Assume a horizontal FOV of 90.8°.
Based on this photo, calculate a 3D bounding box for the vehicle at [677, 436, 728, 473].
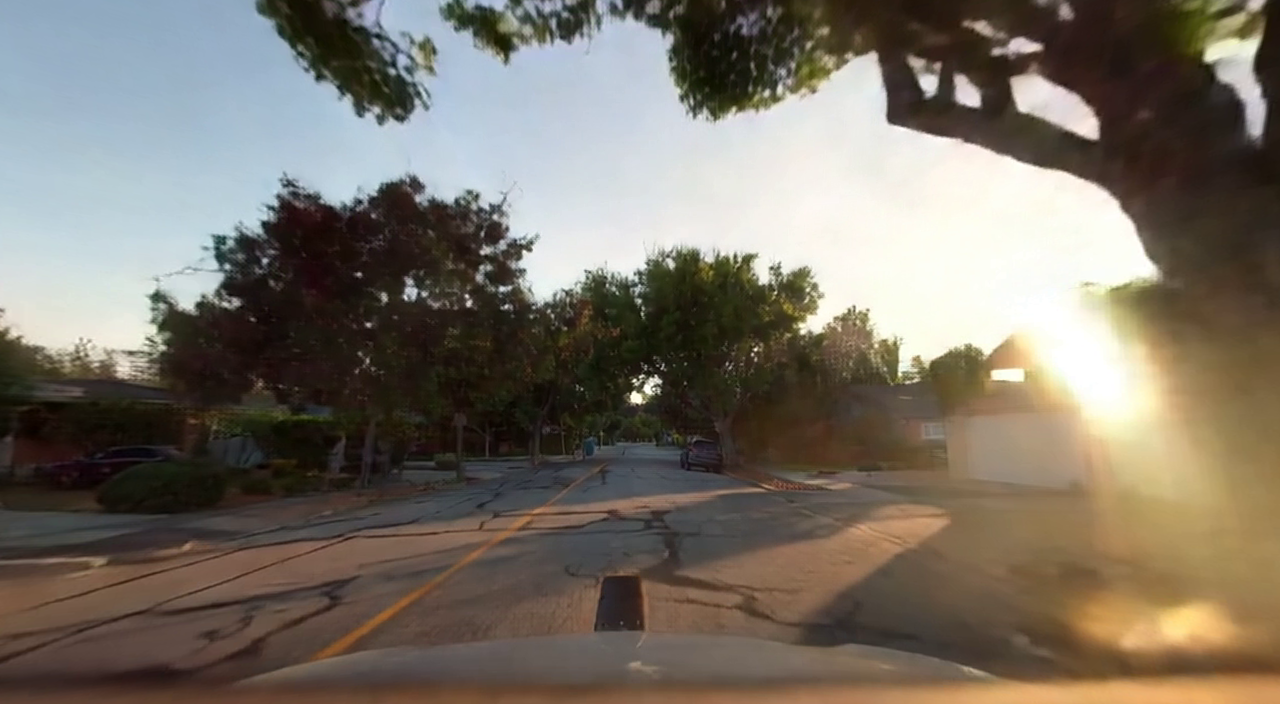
[{"bbox_3d":[3.058,5.107,31.660,2.086,1.726,4.384,0,-9,0],"label":"vehicle"}]
